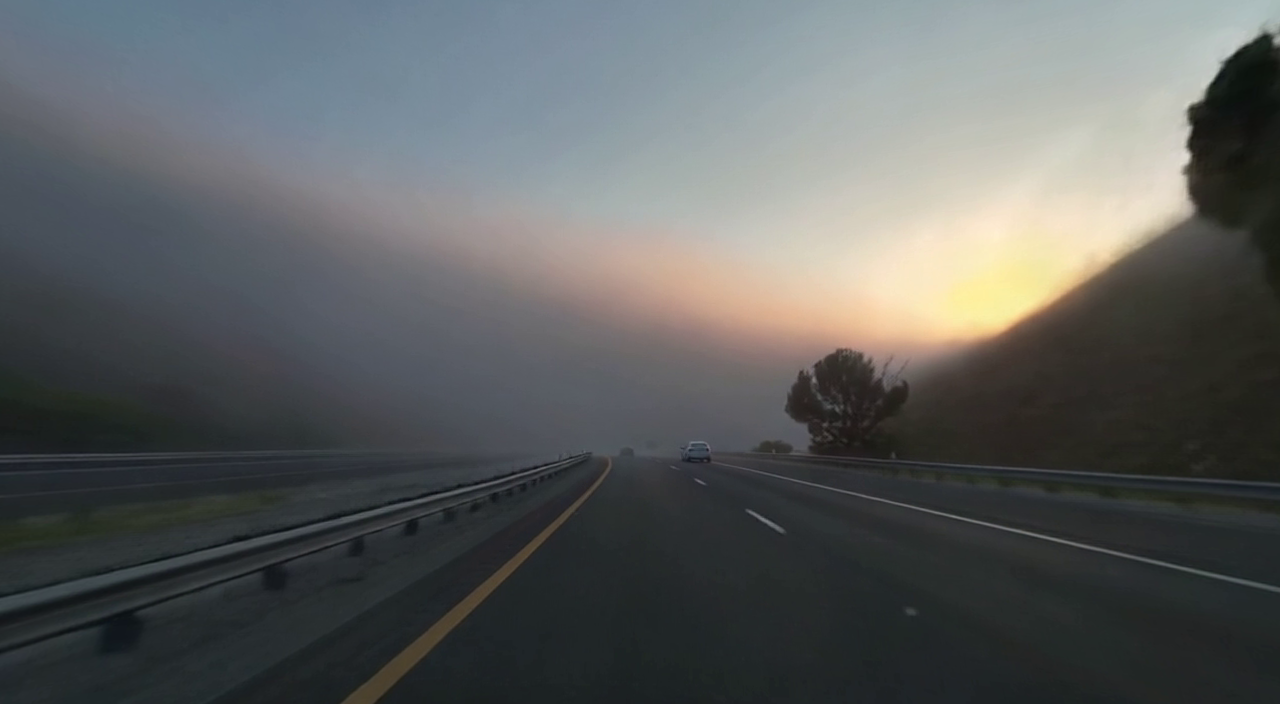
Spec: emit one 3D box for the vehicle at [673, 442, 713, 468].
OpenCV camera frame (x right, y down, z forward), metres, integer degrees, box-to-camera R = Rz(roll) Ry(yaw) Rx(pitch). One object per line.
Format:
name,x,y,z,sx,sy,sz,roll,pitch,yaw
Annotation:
vehicle,3.303,6.551,40.242,1.960,1.516,4.657,0,-8,-3
